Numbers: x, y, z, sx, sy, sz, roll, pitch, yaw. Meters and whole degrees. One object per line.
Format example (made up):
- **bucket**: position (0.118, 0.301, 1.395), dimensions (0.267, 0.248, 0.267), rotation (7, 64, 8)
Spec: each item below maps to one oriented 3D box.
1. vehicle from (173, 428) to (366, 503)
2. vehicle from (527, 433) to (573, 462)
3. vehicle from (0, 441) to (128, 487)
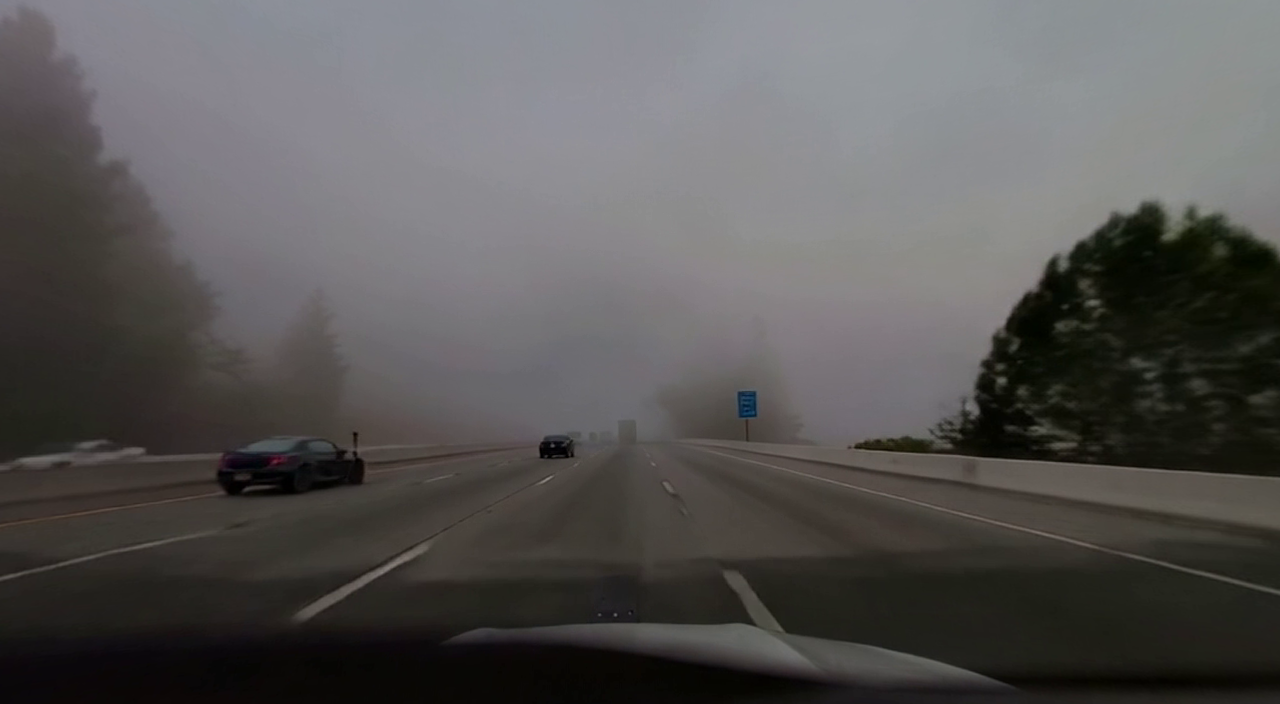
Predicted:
- **vehicle**: position (-8.343, 2.550, 14.770), dimensions (1.973, 1.470, 4.270), rotation (0, -7, -1)
- **vehicle**: position (-4.803, 5.121, 34.045), dimensions (1.912, 1.495, 3.703), rotation (0, -7, 0)
- **vehicle**: position (-20.777, 3.876, 22.202), dimensions (2.004, 1.412, 4.131), rotation (0, -7, -1)
